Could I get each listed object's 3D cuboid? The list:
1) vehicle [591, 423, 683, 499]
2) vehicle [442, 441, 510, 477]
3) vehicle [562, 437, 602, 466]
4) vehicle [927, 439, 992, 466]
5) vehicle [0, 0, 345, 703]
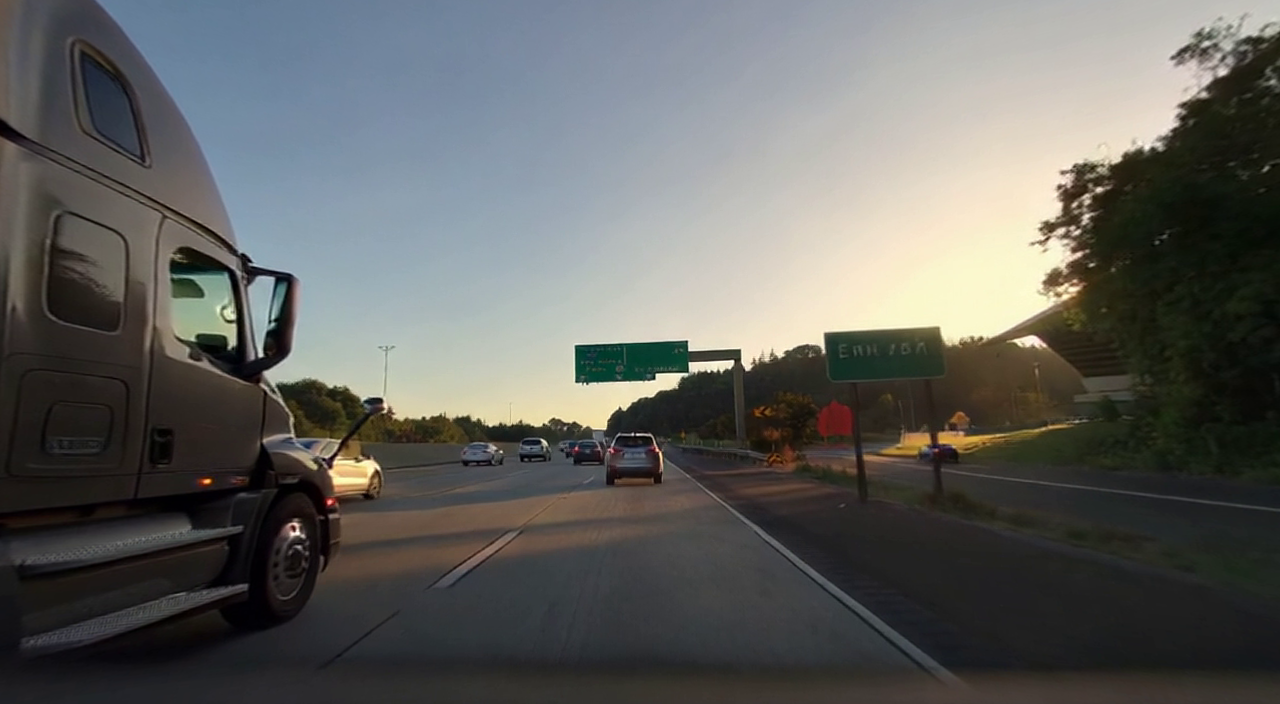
[{"bbox_3d":[-0.068,2.870,16.922,2.152,1.779,3.924,0,-9,0],"label":"vehicle"},{"bbox_3d":[-7.268,4.777,28.410,1.869,1.466,4.217,0,-9,1],"label":"vehicle"},{"bbox_3d":[-3.447,6.008,38.050,1.952,1.649,4.131,0,-9,1],"label":"vehicle"},{"bbox_3d":[18.913,5.953,37.523,1.918,1.472,4.782,-1,-9,8],"label":"vehicle"},{"bbox_3d":[-3.936,-0.556,0.378,2.990,3.885,8.540,0,-9,2],"label":"vehicle"}]
